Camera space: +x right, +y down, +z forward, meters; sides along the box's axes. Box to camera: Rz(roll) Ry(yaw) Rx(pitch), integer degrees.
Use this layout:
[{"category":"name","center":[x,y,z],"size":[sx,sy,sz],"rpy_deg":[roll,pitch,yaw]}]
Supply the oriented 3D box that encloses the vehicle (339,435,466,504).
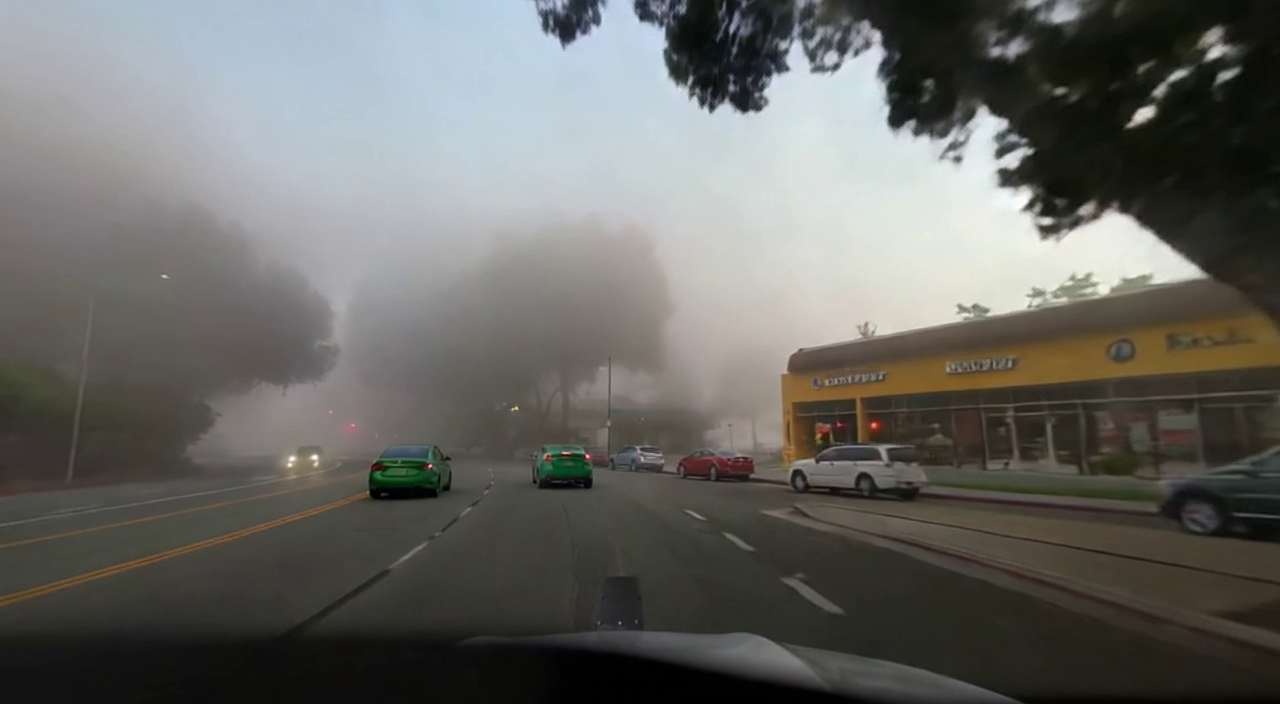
[{"category":"vehicle","center":[-5.819,2.916,16.134],"size":[2.105,1.477,4.857],"rpy_deg":[1,-9,-9]}]

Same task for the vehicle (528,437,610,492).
[{"category":"vehicle","center":[-2.322,3.437,19.572],"size":[2.001,1.483,4.442],"rpy_deg":[2,-9,-13]}]

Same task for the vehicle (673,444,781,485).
[{"category":"vehicle","center":[3.322,4.451,25.281],"size":[2.038,1.446,4.896],"rpy_deg":[4,-9,-23]}]

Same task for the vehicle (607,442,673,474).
[{"category":"vehicle","center":[-0.087,5.485,32.800],"size":[1.905,1.537,4.276],"rpy_deg":[4,-9,-23]}]

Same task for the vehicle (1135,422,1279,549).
[{"category":"vehicle","center":[9.903,1.771,8.280],"size":[2.095,1.697,4.801],"rpy_deg":[3,-9,-20]}]

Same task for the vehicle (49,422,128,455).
[{"category":"vehicle","center":[-42.464,6.759,48.661],"size":[2.430,2.266,6.029],"rpy_deg":[6,-10,-20]}]

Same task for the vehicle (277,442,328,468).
[{"category":"vehicle","center":[-20.926,6.373,39.230],"size":[2.000,1.477,4.346],"rpy_deg":[3,-9,-18]}]

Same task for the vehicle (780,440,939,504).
[{"category":"vehicle","center":[5.929,3.251,17.578],"size":[1.952,1.547,4.091],"rpy_deg":[3,-9,-21]}]

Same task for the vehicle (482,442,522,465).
[{"category":"vehicle","center":[-9.344,6.782,42.320],"size":[1.920,1.416,4.310],"rpy_deg":[3,-9,-21]}]
